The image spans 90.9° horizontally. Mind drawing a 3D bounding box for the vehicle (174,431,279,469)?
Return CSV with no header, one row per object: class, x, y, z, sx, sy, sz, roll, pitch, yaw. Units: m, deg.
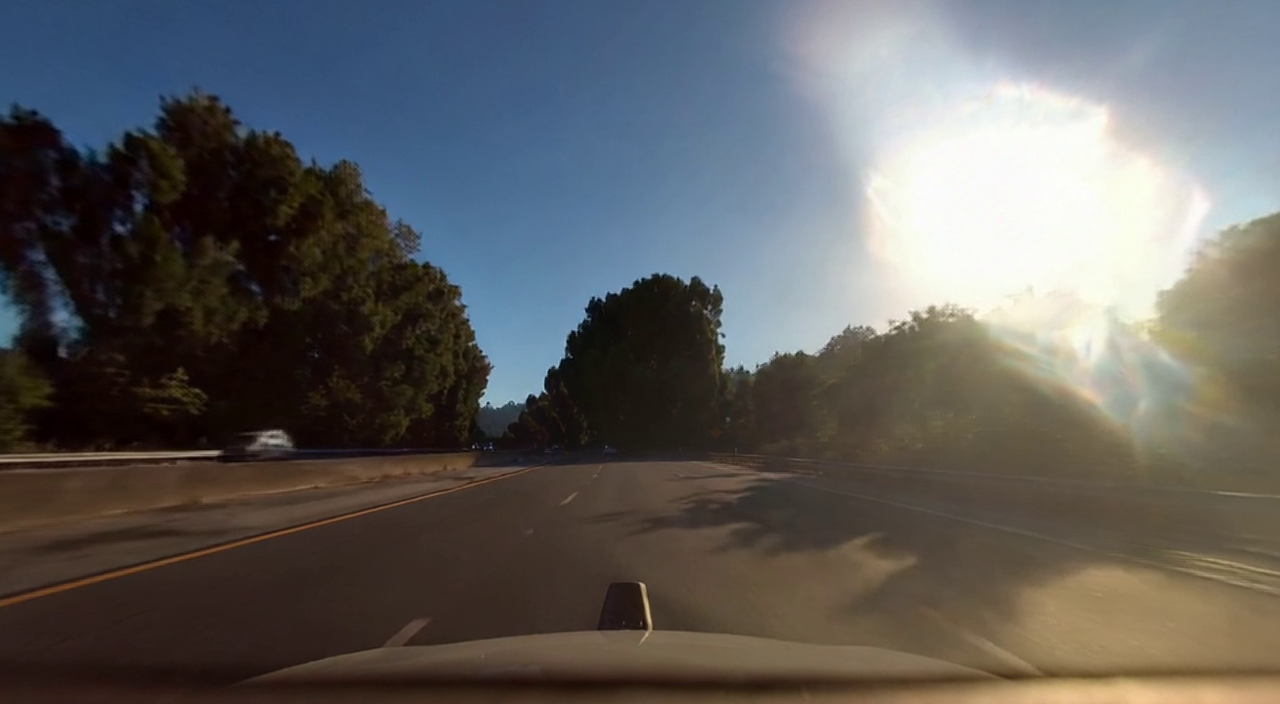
vehicle,-18.910,4.517,29.087,2.155,1.634,4.077,0,-9,-2
